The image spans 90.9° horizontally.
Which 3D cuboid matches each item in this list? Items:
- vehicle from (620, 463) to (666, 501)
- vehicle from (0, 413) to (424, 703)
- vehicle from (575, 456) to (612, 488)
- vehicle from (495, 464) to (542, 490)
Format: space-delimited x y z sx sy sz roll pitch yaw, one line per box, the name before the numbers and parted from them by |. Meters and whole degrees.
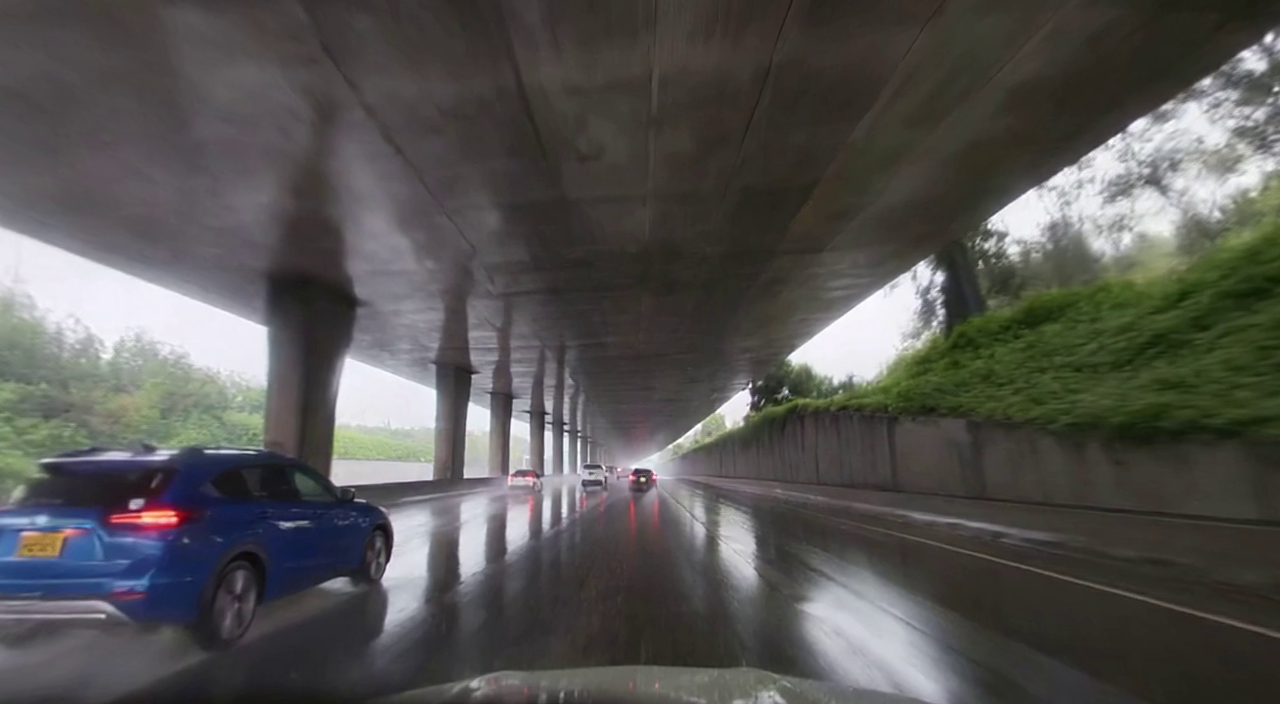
vehicle | 0.133 6.095 29.708 1.992 1.601 3.762 1 -11 0
vehicle | -3.765 1.478 5.354 2.102 1.521 4.687 1 -11 1
vehicle | -3.574 9.333 49.051 2.400 2.264 4.778 1 -11 1
vehicle | -7.511 7.803 39.451 1.996 1.512 4.712 1 -11 0
